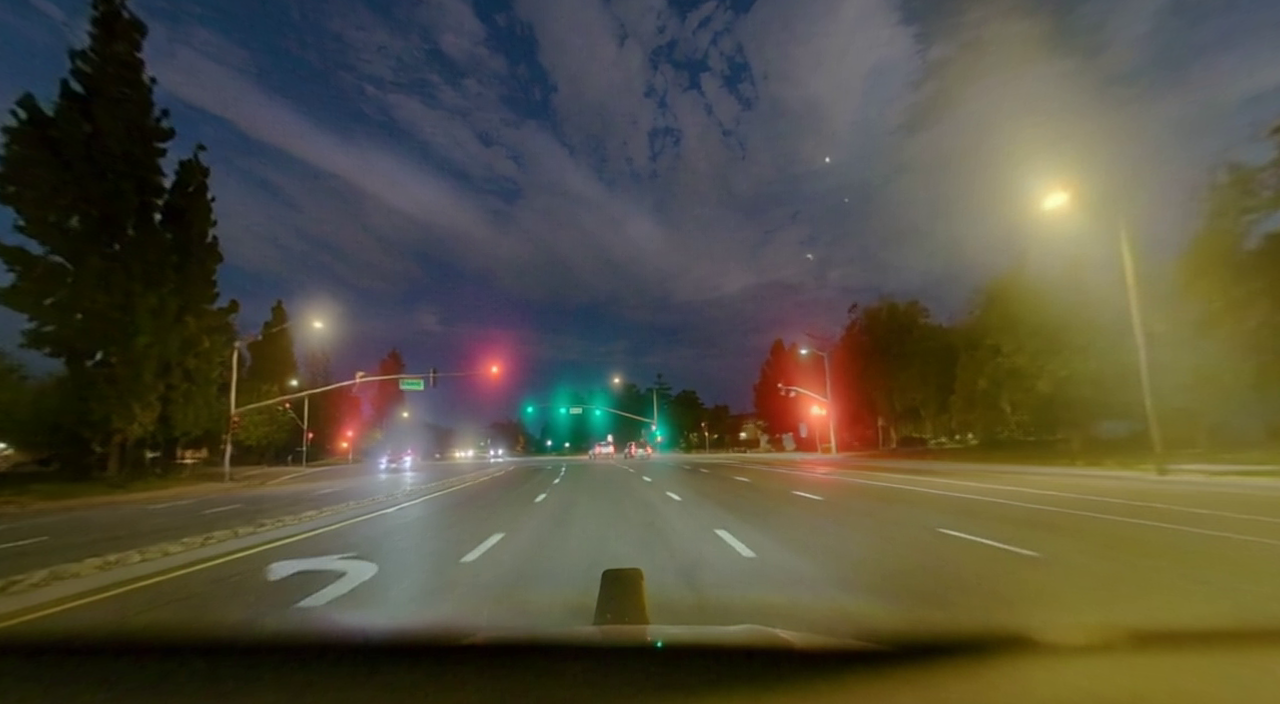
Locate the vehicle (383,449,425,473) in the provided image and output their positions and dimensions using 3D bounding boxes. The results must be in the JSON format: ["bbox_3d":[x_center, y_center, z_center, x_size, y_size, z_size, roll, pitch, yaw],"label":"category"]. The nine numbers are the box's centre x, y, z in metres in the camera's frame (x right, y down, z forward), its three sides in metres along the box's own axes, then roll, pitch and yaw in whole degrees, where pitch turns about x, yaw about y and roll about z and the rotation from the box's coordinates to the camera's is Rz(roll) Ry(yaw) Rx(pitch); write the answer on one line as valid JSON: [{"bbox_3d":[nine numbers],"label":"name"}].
[{"bbox_3d":[-17.360,8.015,46.504,2.017,1.611,4.403,1,-9,-9],"label":"vehicle"}]
